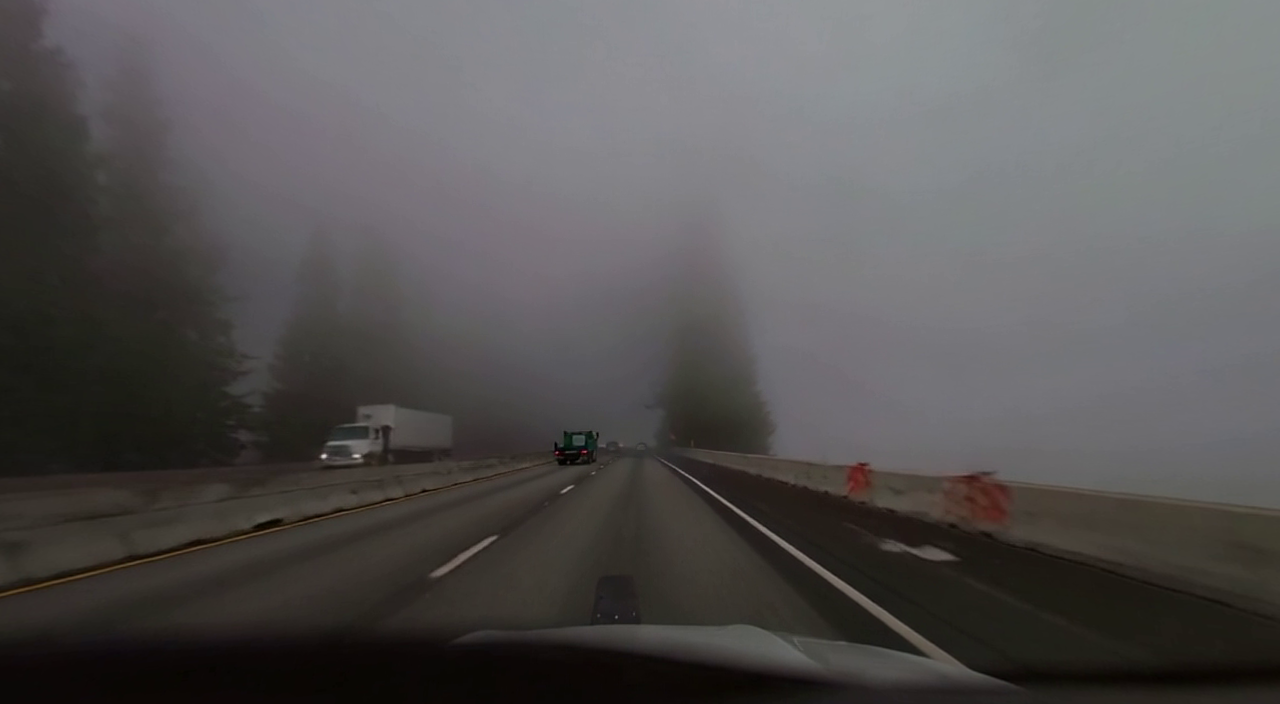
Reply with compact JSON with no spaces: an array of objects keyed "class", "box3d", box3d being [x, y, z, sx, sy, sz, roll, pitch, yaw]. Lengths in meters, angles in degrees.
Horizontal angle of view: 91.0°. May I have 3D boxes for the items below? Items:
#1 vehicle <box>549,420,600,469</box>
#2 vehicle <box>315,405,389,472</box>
[{"class":"vehicle","box3d":[-3.760,5.466,37.350,2.484,2.625,5.907,0,-8,0]},{"class":"vehicle","box3d":[-17.466,5.269,38.388,3.014,3.832,3.036,0,-8,-1]}]
